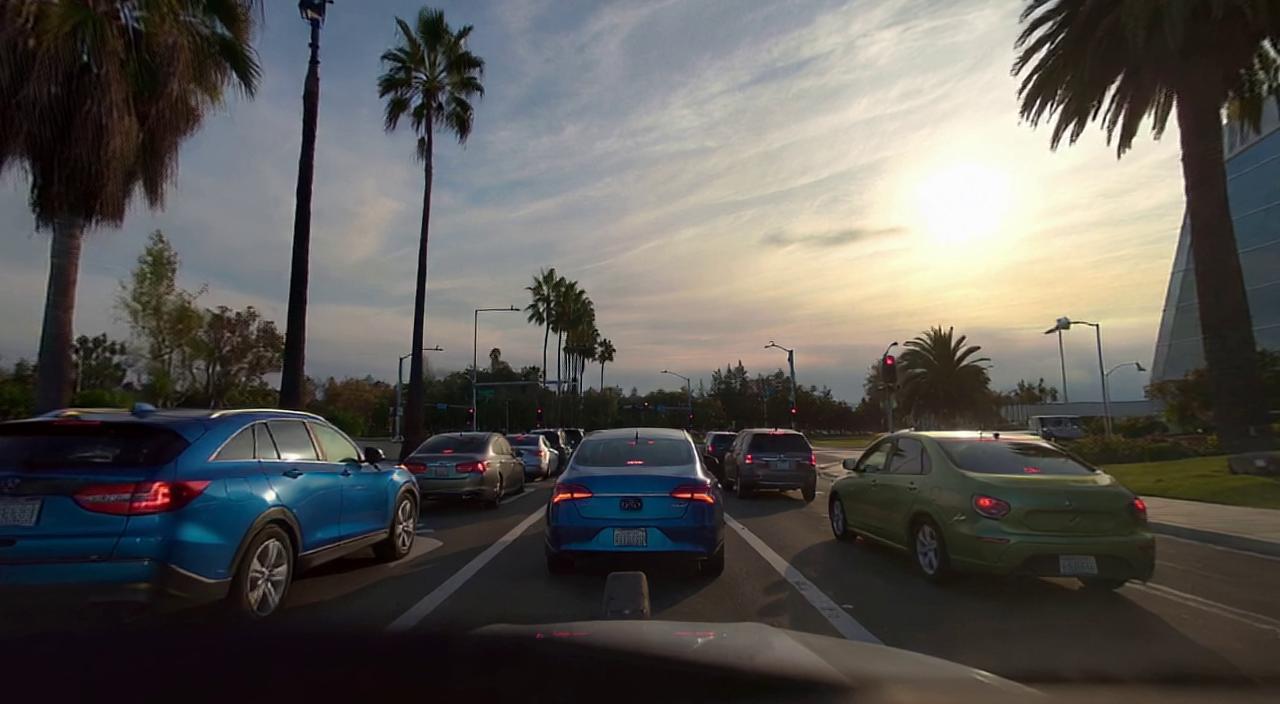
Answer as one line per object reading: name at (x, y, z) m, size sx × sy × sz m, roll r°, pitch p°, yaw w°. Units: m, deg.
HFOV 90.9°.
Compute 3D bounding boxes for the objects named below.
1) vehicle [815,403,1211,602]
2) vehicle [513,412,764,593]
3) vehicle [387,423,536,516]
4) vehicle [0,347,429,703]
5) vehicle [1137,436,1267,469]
vehicle at (3.832, 1.618, 7.690) m, size 2.064 × 1.696 × 4.431 m, roll 0°, pitch -8°, yaw -1°
vehicle at (-0.056, 1.658, 7.813) m, size 2.219 × 1.586 × 4.321 m, roll 0°, pitch -8°, yaw -1°
vehicle at (-3.472, 2.355, 13.074) m, size 1.917 × 1.631 × 3.768 m, roll 0°, pitch -8°, yaw 1°
vehicle at (-3.540, 1.173, 5.356) m, size 2.014 × 1.775 × 4.404 m, roll 0°, pitch -8°, yaw -1°
vehicle at (25.442, 4.548, 28.665) m, size 4.014 × 1.417 × 1.777 m, roll -1°, pitch -8°, yaw 5°
